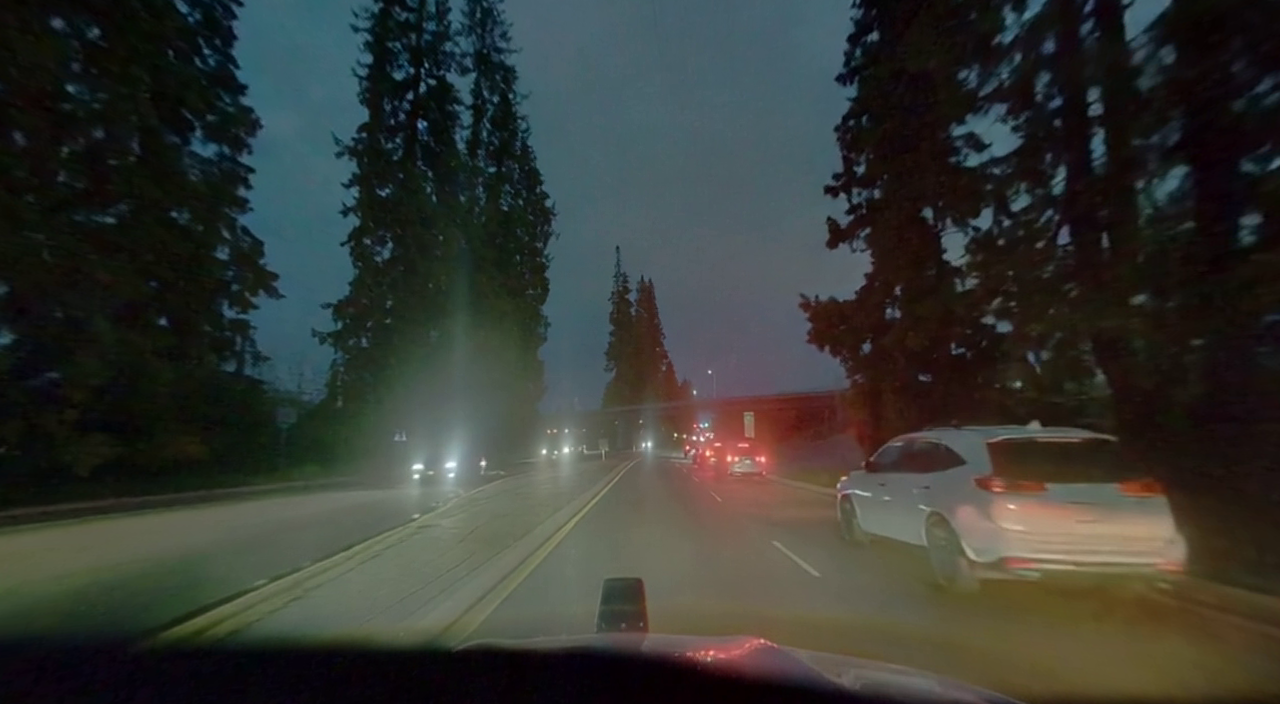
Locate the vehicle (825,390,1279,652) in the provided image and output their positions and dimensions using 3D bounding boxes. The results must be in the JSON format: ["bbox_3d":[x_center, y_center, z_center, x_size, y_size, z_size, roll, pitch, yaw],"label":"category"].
[{"bbox_3d":[3.450,1.437,6.343,1.868,1.694,4.184,-1,-9,0],"label":"vehicle"}]

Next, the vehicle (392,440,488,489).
[{"bbox_3d":[-6.793,3.849,21.841,1.846,1.498,3.886,-2,-9,4],"label":"vehicle"}]

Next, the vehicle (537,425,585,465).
[{"bbox_3d":[-5.429,6.539,44.162,2.273,2.556,5.337,-2,-9,4],"label":"vehicle"}]

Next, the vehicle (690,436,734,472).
[{"bbox_3d":[4.014,5.792,35.849,1.985,1.895,4.496,-1,-9,1],"label":"vehicle"}]

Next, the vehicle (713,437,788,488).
[{"bbox_3d":[4.003,4.076,23.593,1.972,1.682,4.397,-1,-9,0],"label":"vehicle"}]
